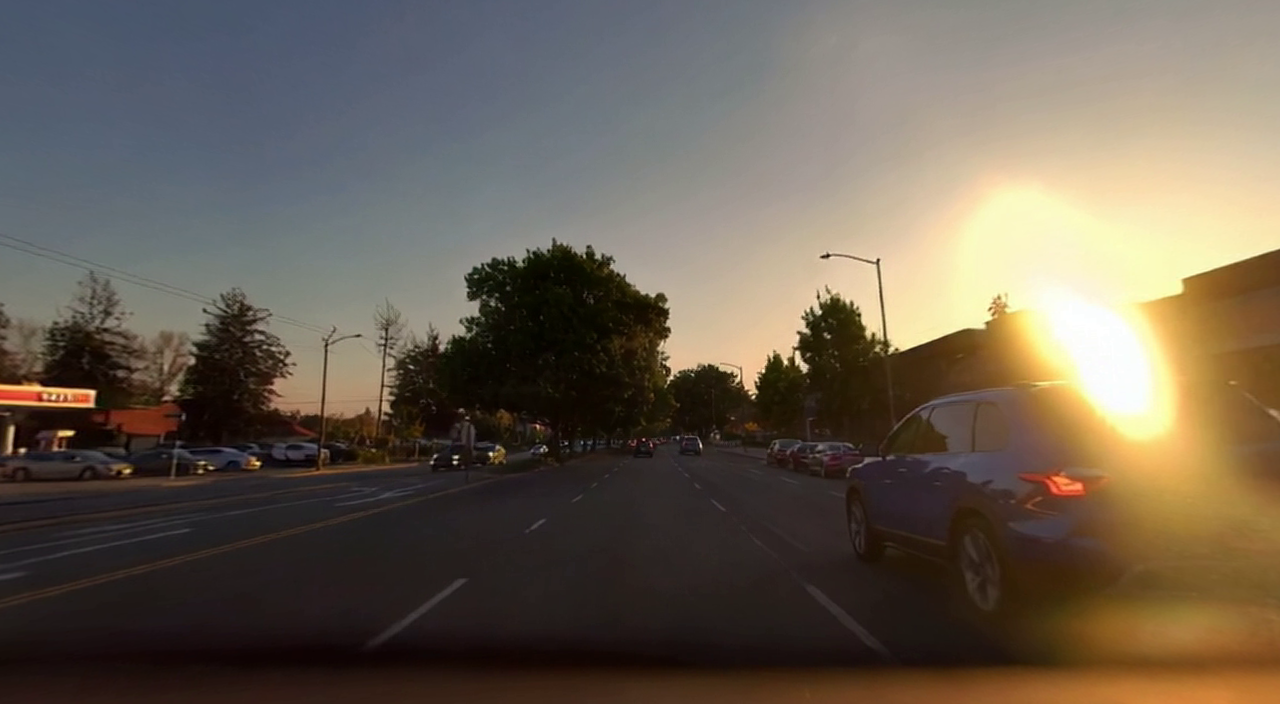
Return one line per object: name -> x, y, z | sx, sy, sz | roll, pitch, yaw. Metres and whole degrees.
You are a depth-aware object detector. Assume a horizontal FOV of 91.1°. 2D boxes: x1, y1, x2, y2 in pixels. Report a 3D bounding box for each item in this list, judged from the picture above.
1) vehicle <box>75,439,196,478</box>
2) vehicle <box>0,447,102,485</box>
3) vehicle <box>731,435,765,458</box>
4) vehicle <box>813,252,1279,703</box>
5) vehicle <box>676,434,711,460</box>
vehicle -> -25.820, 5.447, 32.236 | 4.375, 1.790, 2.056 | -1, -9, 0
vehicle -> -25.948, 4.861, 27.000 | 3.765, 1.559, 1.915 | 0, -9, 1
vehicle -> 8.368, 7.388, 48.872 | 1.960, 1.693, 4.452 | 0, -9, 2
vehicle -> 3.016, 0.960, 4.492 | 2.246, 1.963, 4.777 | 0, -9, 1
vehicle -> 4.117, 7.395, 48.962 | 2.317, 1.857, 5.150 | 0, -8, 1
